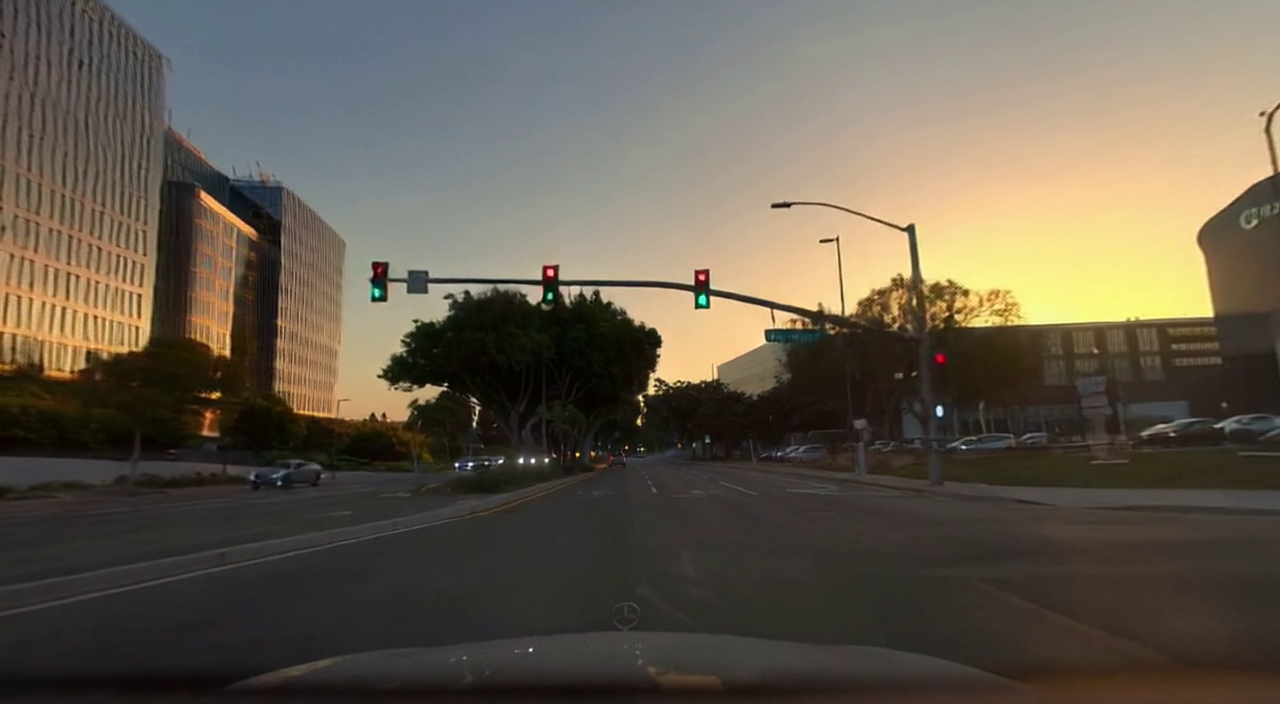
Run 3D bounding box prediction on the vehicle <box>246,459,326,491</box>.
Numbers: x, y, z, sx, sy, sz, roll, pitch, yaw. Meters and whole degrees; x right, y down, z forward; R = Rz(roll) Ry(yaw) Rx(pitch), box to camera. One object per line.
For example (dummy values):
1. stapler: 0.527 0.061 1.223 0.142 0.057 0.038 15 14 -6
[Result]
1. vehicle: -19.372 6.724 34.811 1.851 1.502 4.398 -1 -9 0
